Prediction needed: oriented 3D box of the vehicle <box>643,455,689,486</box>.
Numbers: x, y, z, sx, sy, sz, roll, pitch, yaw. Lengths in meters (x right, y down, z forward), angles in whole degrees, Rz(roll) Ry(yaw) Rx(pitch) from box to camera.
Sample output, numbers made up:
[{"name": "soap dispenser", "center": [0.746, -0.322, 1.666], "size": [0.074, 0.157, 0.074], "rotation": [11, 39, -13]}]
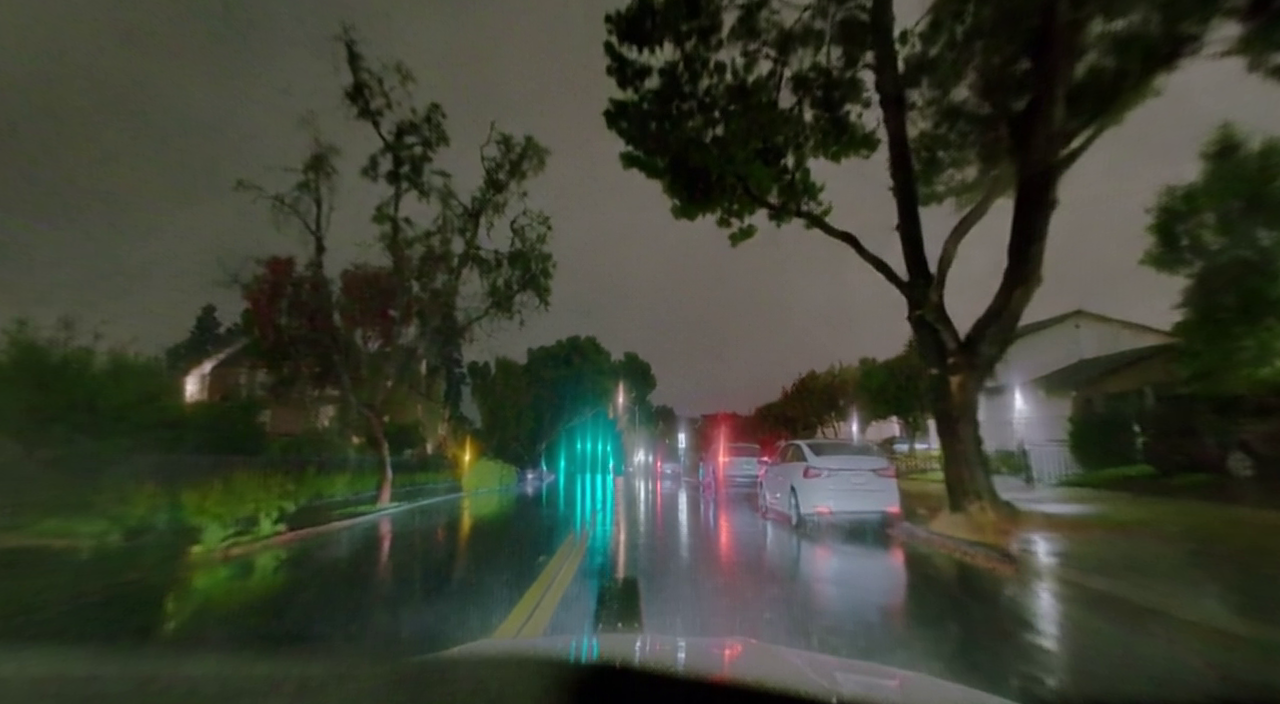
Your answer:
[{"name": "vehicle", "center": [1.584, 7.481, 40.105], "size": [2.163, 1.742, 4.239], "rotation": [1, -9, -8]}]

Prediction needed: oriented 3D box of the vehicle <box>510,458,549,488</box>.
[{"name": "vehicle", "center": [-7.089, 7.809, 41.008], "size": [2.051, 1.575, 4.581], "rotation": [-2, -7, -5]}]

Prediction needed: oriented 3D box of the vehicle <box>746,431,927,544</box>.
[{"name": "vehicle", "center": [3.441, 2.454, 12.158], "size": [1.970, 1.709, 4.568], "rotation": [-1, -8, 0]}]

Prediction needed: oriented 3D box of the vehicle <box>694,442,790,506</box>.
[{"name": "vehicle", "center": [3.103, 3.822, 20.345], "size": [1.990, 1.753, 4.783], "rotation": [0, -9, -4]}]
